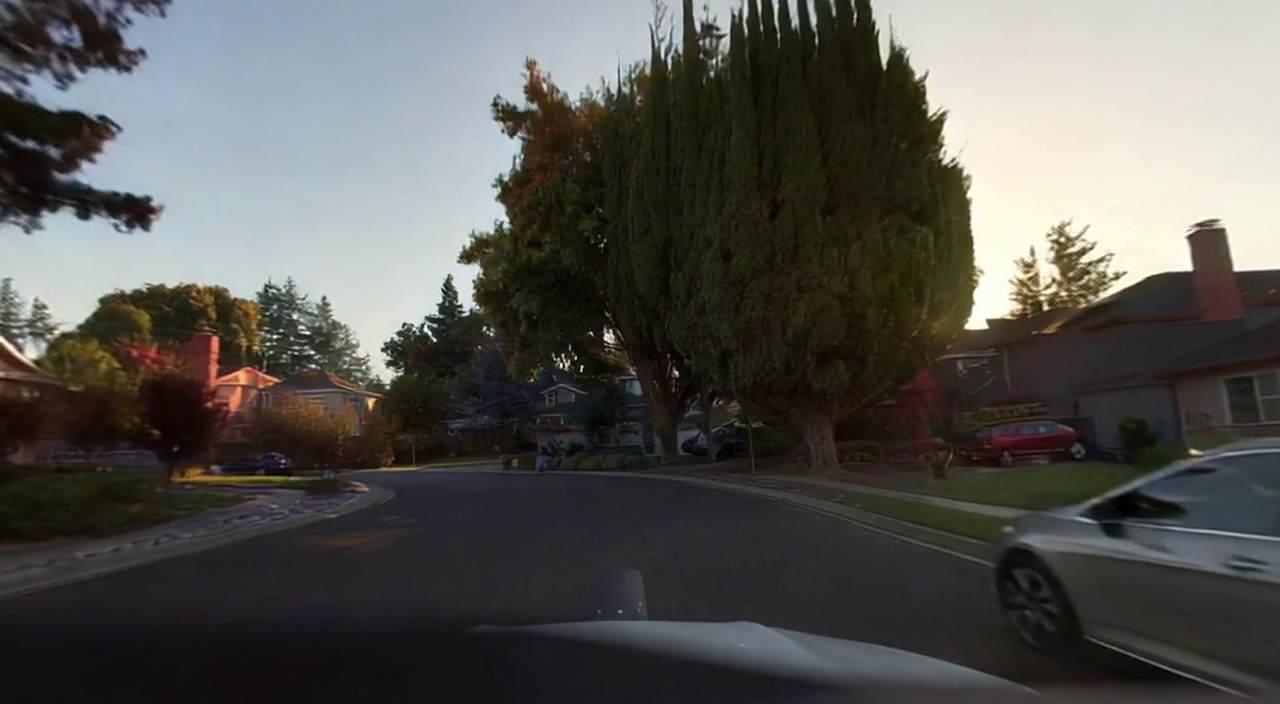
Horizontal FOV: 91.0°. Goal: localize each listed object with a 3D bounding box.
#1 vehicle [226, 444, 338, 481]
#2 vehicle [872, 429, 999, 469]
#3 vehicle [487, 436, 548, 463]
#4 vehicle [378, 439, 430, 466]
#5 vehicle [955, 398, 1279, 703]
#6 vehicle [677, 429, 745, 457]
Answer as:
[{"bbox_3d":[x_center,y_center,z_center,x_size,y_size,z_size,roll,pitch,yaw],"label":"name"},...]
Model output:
[{"bbox_3d":[-16.911,5.201,29.791,4.330,1.657,2.037,-3,-9,15],"label":"vehicle"},{"bbox_3d":[11.374,3.718,24.277,4.252,1.429,1.907,3,-9,-20],"label":"vehicle"},{"bbox_3d":[-8.526,6.846,44.367,2.064,1.758,5.132,-3,-9,16],"label":"vehicle"},{"bbox_3d":[-17.637,7.505,47.272,1.987,1.484,4.477,-1,-3,4],"label":"vehicle"},{"bbox_3d":[3.441,0.914,2.335,1.998,1.489,4.722,0,-9,-1],"label":"vehicle"},{"bbox_3d":[4.900,6.246,42.899,2.208,1.773,5.065,-7,-11,39],"label":"vehicle"}]
